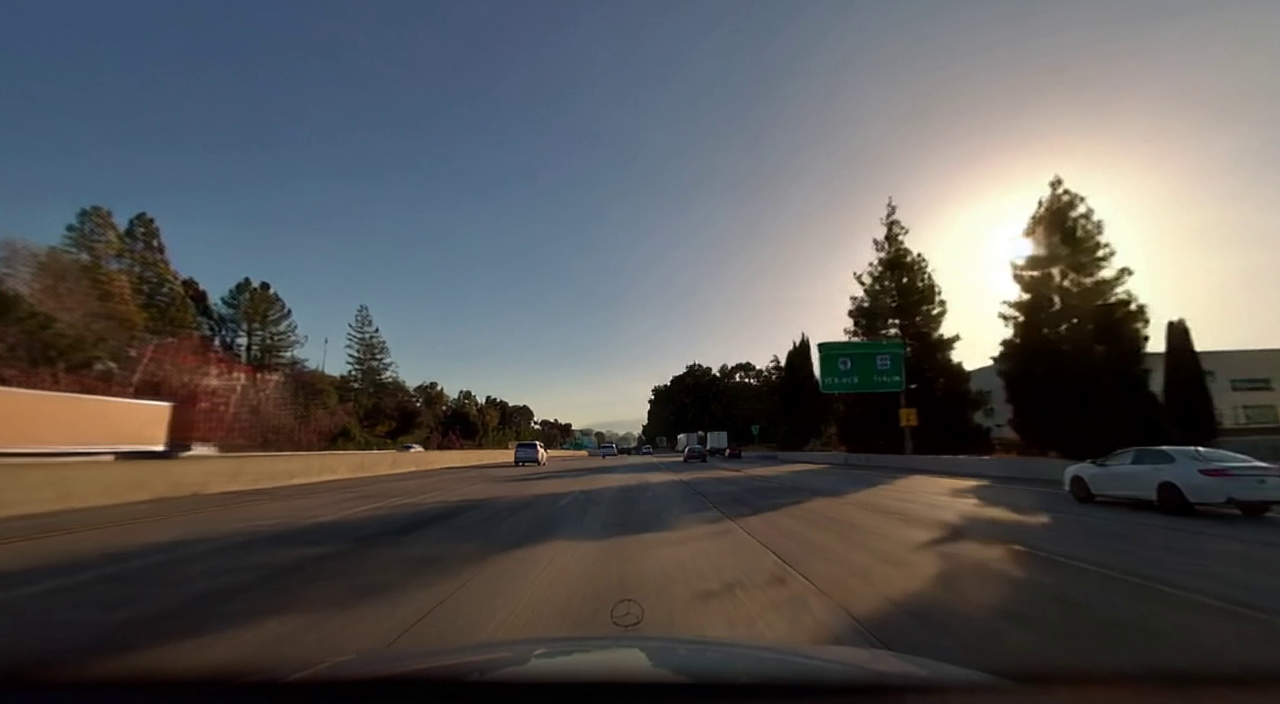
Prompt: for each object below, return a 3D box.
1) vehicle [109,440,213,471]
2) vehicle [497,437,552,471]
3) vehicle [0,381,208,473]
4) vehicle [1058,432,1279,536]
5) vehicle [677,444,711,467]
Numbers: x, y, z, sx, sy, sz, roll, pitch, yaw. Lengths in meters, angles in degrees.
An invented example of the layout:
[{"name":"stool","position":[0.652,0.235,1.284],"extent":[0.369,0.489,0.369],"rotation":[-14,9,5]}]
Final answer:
[{"name":"vehicle","position":[-24.521,5.285,32.350],"extent":[1.821,1.455,4.380],"rotation":[0,-9,1]},{"name":"vehicle","position":[-6.337,5.647,34.868],"extent":[2.091,1.746,4.437],"rotation":[0,-9,1]},{"name":"vehicle","position":[-28.882,3.956,31.803],"extent":[2.859,3.925,15.495],"rotation":[0,-9,0]},{"name":"vehicle","position":[10.199,2.244,11.312],"extent":[1.979,1.467,4.839],"rotation":[0,-9,0]},{"name":"vehicle","position":[3.648,7.057,42.892],"extent":[1.950,1.453,3.378],"rotation":[0,-9,-1]}]
